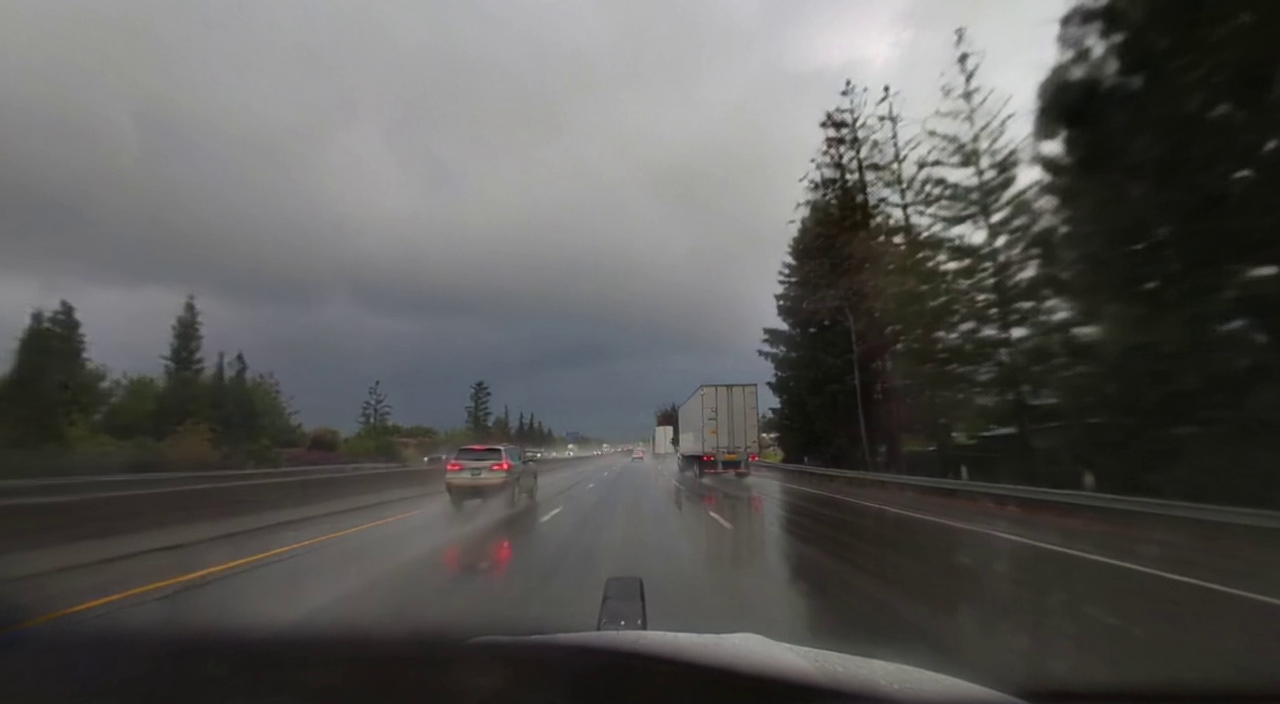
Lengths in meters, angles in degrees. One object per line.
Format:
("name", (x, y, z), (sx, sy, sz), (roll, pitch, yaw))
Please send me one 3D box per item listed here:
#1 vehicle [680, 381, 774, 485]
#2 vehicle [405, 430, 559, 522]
("vehicle", (4.037, 4.441, 33.241), (2.826, 4.269, 14.176), (0, -9, 0))
("vehicle", (-3.454, 2.838, 14.957), (2.291, 1.788, 4.825), (0, -9, 1))
